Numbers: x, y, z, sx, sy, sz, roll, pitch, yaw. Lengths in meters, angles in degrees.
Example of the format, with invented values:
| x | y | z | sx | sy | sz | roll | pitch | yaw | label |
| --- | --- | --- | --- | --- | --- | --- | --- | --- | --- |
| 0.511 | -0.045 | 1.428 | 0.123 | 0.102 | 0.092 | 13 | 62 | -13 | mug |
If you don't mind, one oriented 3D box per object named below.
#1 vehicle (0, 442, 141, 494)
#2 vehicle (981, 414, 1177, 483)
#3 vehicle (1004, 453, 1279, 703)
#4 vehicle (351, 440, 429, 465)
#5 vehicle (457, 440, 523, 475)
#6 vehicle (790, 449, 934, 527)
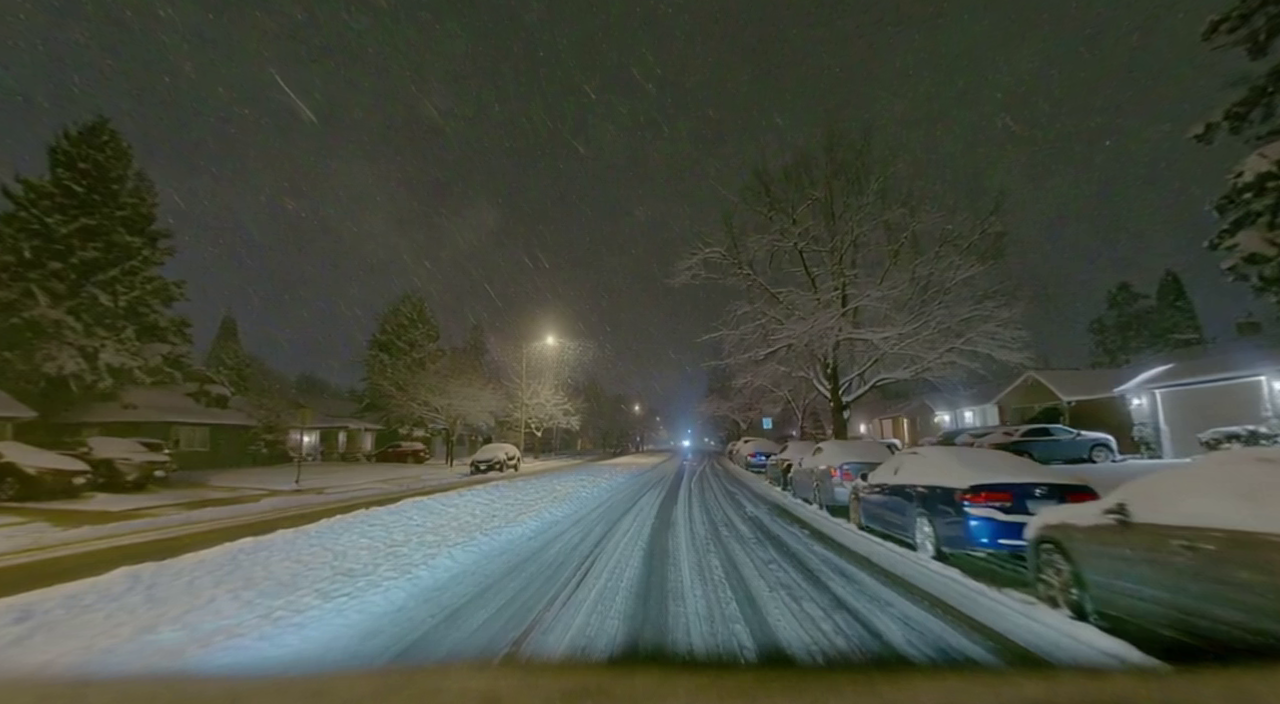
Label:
| x | y | z | sx | sy | sz | roll | pitch | yaw | label |
| --- | --- | --- | --- | --- | --- | --- | --- | --- | --- |
| -18.543 | 3.597 | 19.795 | 4.245 | 1.512 | 1.957 | 0 | -8 | 5 | vehicle |
| 14.451 | 3.223 | 21.107 | 4.704 | 1.942 | 2.207 | -3 | -9 | 4 | vehicle |
| 4.271 | 1.310 | 3.394 | 1.925 | 1.445 | 4.554 | 0 | -8 | 0 | vehicle |
| -17.085 | 6.876 | 43.334 | 4.509 | 1.698 | 1.890 | -1 | -8 | 6 | vehicle |
| -8.362 | 5.961 | 35.778 | 2.093 | 1.767 | 5.120 | -2 | -9 | 5 | vehicle |
| 4.664 | 2.875 | 14.012 | 1.911 | 1.395 | 4.362 | 0 | -8 | 4 | vehicle |
